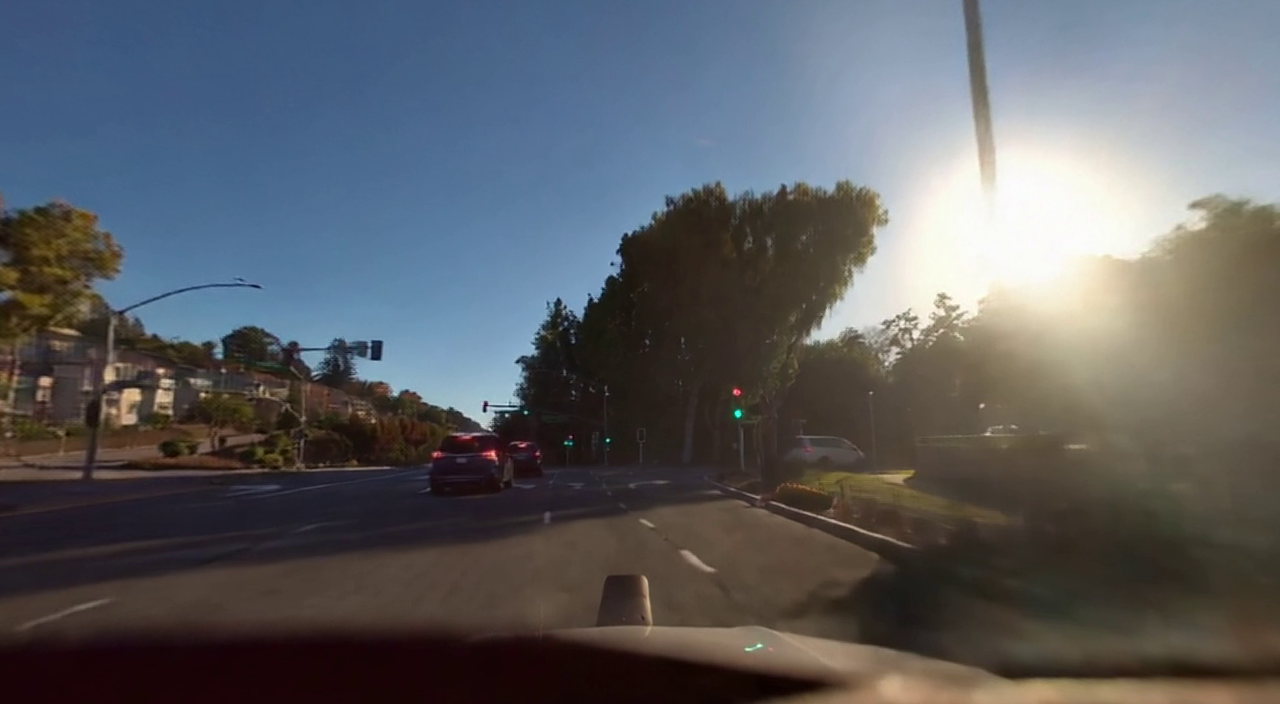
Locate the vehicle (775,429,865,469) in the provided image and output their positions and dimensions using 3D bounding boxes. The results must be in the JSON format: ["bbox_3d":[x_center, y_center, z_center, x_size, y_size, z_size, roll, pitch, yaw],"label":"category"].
[{"bbox_3d":[13.292,7.174,46.341,6.269,2.785,2.334,4,-9,-25],"label":"vehicle"}]

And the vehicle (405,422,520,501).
[{"bbox_3d":[-4.603,2.908,17.042,2.152,1.822,4.391,1,-8,-5],"label":"vehicle"}]
